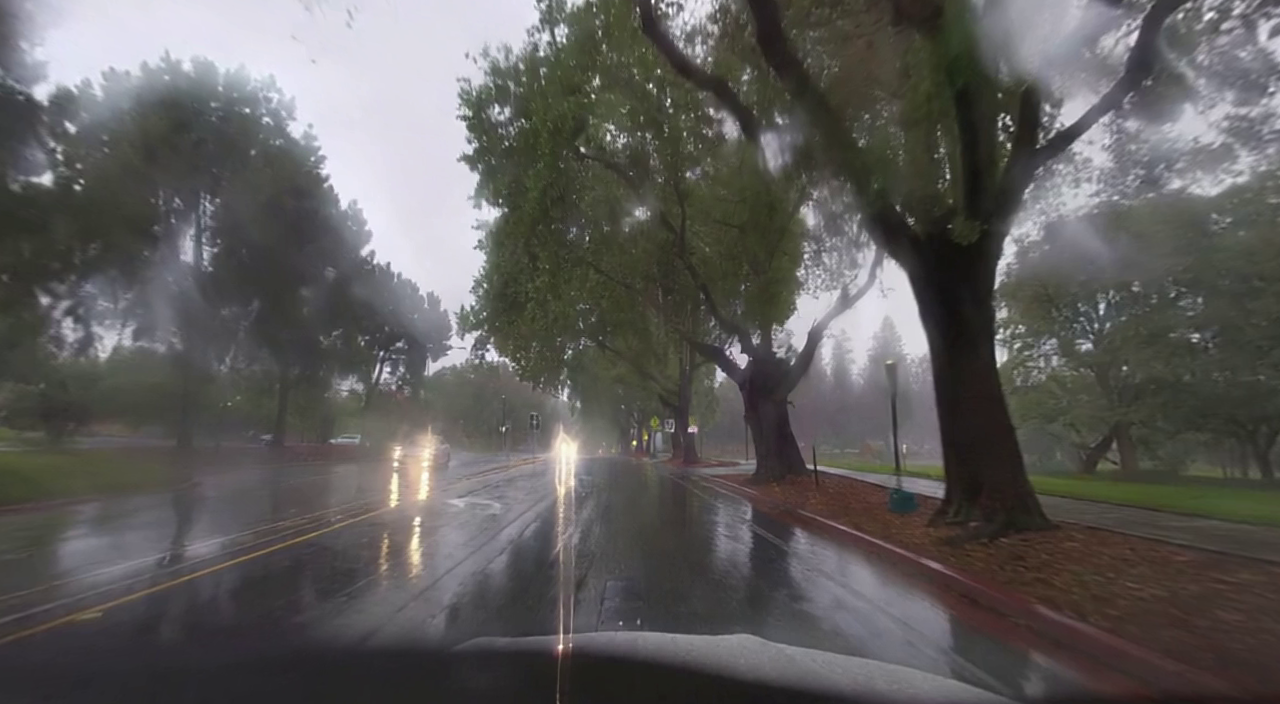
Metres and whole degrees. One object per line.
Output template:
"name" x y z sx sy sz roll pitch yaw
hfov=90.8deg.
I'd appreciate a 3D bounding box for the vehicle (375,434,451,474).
"vehicle" -9.719 4.379 27.392 2.008 1.565 4.182 0 -8 -5
